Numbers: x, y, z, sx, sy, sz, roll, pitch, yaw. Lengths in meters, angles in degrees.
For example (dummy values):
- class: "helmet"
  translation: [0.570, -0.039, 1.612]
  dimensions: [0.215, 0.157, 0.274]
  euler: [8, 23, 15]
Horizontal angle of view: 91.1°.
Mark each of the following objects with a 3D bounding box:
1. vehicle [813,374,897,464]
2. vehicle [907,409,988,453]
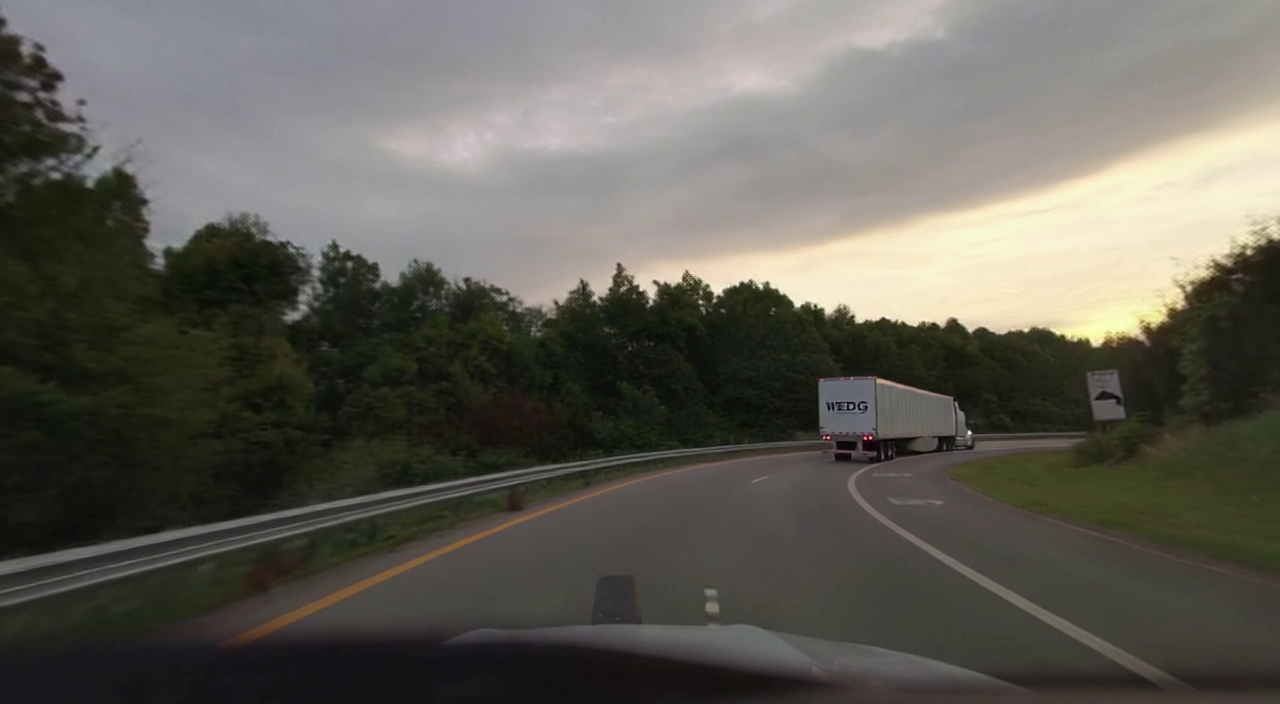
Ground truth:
- class: "vehicle"
  translation: [9.805, 3.105, 28.584]
  dimensions: [2.963, 3.771, 3.137]
  euler: [-4, -9, 29]
- class: "vehicle"
  translation: [19.067, 4.908, 38.775]
  dimensions: [6.650, 2.524, 2.120]
  euler: [7, -11, -43]
